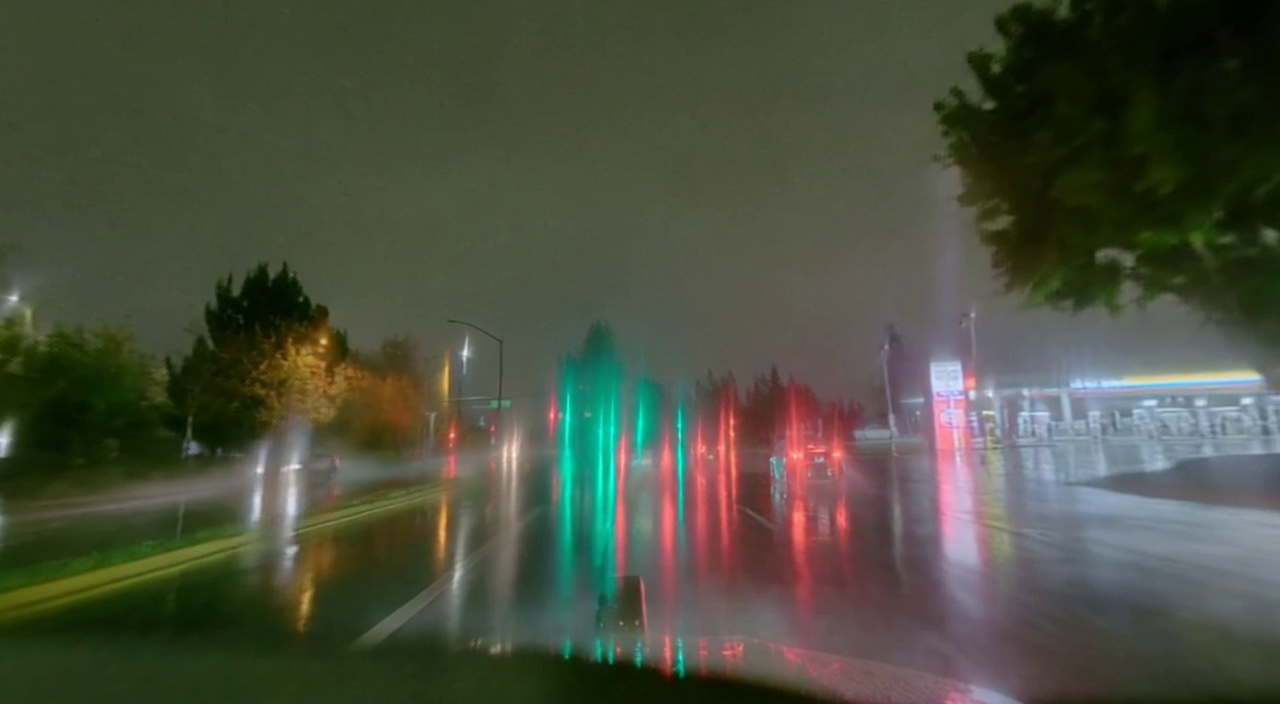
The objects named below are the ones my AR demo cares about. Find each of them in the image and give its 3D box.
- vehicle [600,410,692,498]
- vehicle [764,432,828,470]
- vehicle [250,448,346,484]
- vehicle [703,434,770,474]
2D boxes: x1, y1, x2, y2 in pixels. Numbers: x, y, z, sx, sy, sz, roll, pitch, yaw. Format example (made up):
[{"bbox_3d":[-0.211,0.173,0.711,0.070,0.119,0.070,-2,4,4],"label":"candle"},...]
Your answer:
[{"bbox_3d":[0.041,2.613,16.492,2.038,1.917,4.900,0,-8,-2],"label":"vehicle"},{"bbox_3d":[6.979,4.496,28.728,1.793,1.585,4.130,0,-8,-1],"label":"vehicle"},{"bbox_3d":[-15.522,5.168,29.007,1.914,1.496,4.361,0,-8,1],"label":"vehicle"},{"bbox_3d":[3.824,4.139,25.781,1.940,1.474,4.234,0,-8,-2],"label":"vehicle"}]
